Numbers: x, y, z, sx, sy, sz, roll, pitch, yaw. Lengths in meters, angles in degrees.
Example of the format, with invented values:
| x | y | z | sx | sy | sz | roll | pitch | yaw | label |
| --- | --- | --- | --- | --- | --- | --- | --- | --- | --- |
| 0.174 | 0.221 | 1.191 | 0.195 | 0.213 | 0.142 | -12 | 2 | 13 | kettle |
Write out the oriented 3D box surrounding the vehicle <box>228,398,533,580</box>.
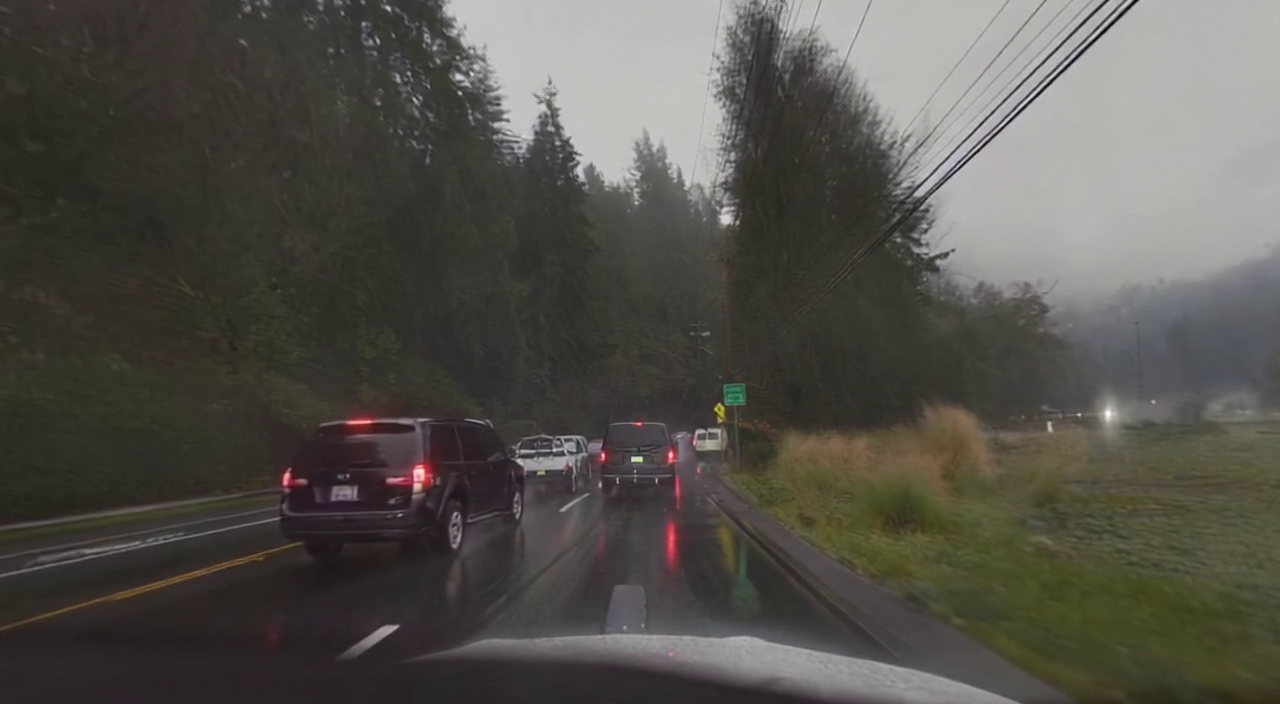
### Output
| x | y | z | sx | sy | sz | roll | pitch | yaw | label |
| --- | --- | --- | --- | --- | --- | --- | --- | --- | --- |
| -2.986 | 1.705 | 8.656 | 2.062 | 1.796 | 4.657 | -1 | -8 | 2 | vehicle |

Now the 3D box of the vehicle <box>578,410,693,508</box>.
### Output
| x | y | z | sx | sy | sz | roll | pitch | yaw | label |
| --- | --- | --- | --- | --- | --- | --- | --- | --- | --- |
| -0.006 | 2.406 | 14.474 | 2.241 | 1.912 | 4.095 | -1 | -8 | 2 | vehicle |
